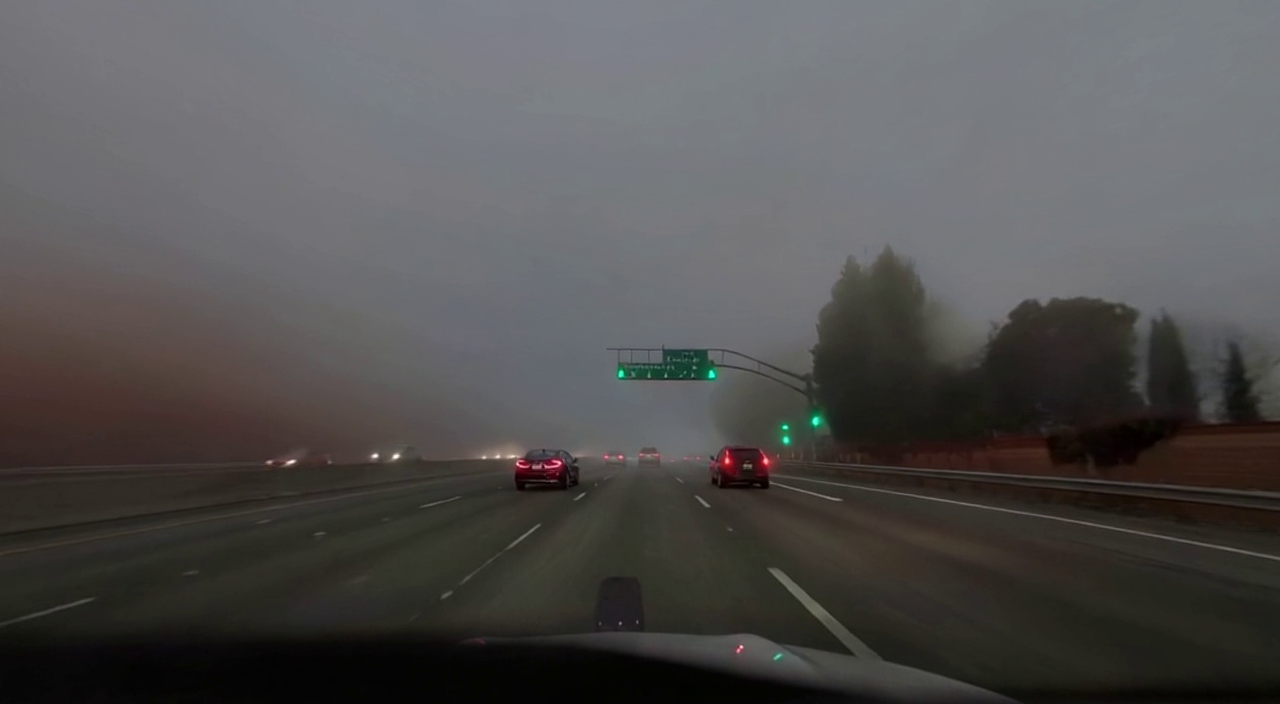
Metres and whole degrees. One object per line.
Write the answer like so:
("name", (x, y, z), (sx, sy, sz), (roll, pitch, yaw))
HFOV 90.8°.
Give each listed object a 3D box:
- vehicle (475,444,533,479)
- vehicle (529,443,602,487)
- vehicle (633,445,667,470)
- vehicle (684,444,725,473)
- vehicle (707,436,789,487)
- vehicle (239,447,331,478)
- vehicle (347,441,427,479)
("vehicle", (-6.231, 5.047, 29.296), (1.835, 1.504, 3.612), (0, -8, 1))
("vehicle", (-2.723, 4.247, 24.183), (2.130, 1.514, 4.766), (0, -8, 1))
("vehicle", (0.739, 7.802, 47.048), (2.408, 1.748, 4.217), (0, -8, 1))
("vehicle", (3.934, 6.589, 39.284), (2.146, 1.658, 4.318), (0, -8, 1))
("vehicle", (3.969, 4.093, 24.041), (2.320, 1.735, 4.408), (0, -8, 0))
("vehicle", (-18.632, 5.805, 33.468), (2.037, 1.489, 4.795), (0, -8, 1))
("vehicle", (-12.197, 5.220, 30.803), (1.958, 1.693, 4.534), (0, -8, 1))
